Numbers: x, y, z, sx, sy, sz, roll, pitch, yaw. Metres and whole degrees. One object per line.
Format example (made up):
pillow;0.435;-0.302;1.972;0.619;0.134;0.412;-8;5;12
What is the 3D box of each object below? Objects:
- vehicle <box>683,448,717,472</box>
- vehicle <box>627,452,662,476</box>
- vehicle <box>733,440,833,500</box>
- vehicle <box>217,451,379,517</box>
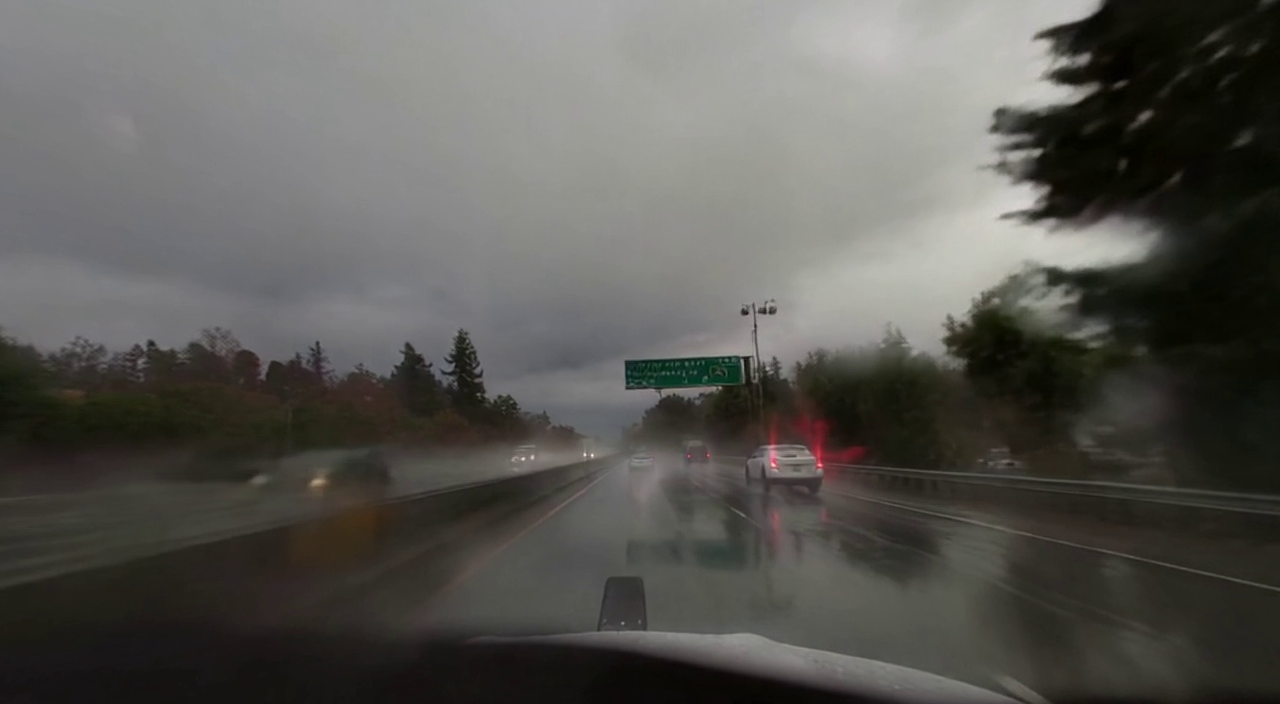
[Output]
vehicle;4.194;7.568;44.509;1.935;1.594;3.981;0;-9;-1
vehicle;0.247;6.724;38.085;2.012;1.320;3.777;0;-9;0
vehicle;4.286;3.604;19.633;1.969;1.639;4.472;0;-9;-1
vehicle;-8.611;3.323;16.393;1.884;1.459;4.223;0;-9;-1
